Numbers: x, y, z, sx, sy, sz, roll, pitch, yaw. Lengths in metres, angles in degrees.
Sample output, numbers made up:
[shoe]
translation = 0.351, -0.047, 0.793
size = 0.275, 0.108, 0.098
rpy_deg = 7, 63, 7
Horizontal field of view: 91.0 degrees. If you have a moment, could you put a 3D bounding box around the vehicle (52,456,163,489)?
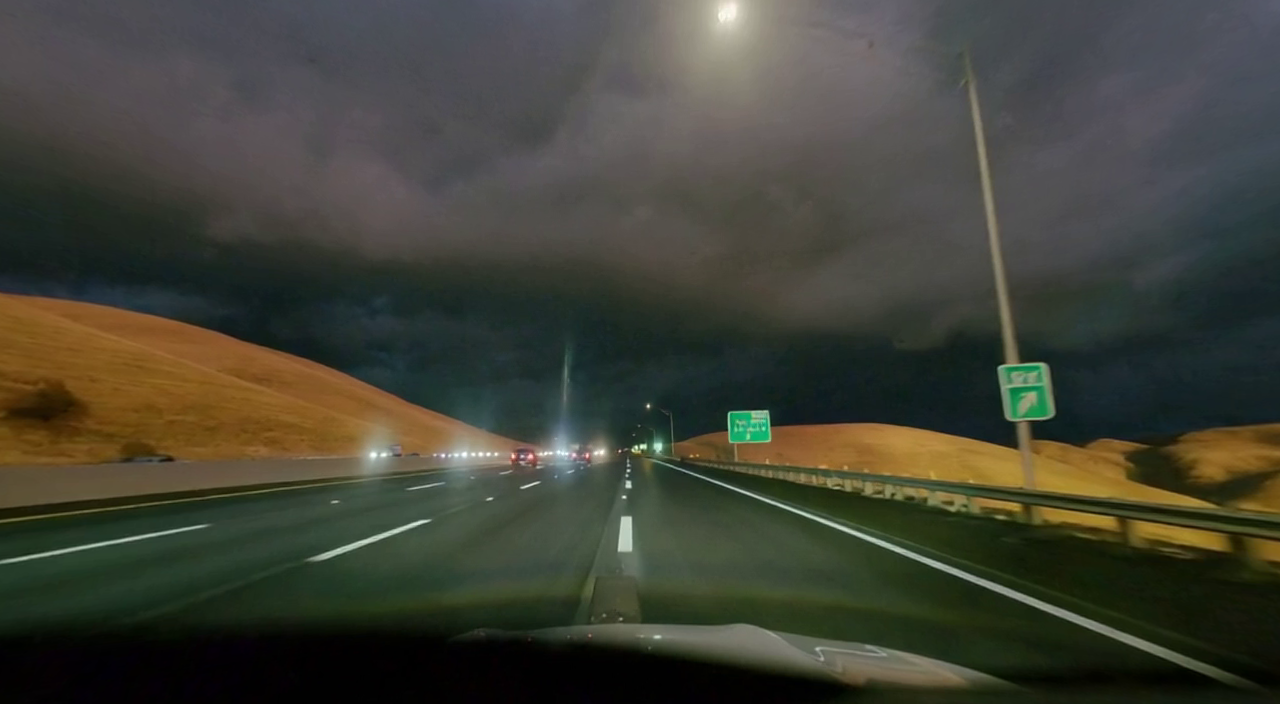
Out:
[vehicle]
translation = -26.600, 6.019, 31.656
size = 1.852, 1.481, 4.222
rpy_deg = 0, -9, 0
